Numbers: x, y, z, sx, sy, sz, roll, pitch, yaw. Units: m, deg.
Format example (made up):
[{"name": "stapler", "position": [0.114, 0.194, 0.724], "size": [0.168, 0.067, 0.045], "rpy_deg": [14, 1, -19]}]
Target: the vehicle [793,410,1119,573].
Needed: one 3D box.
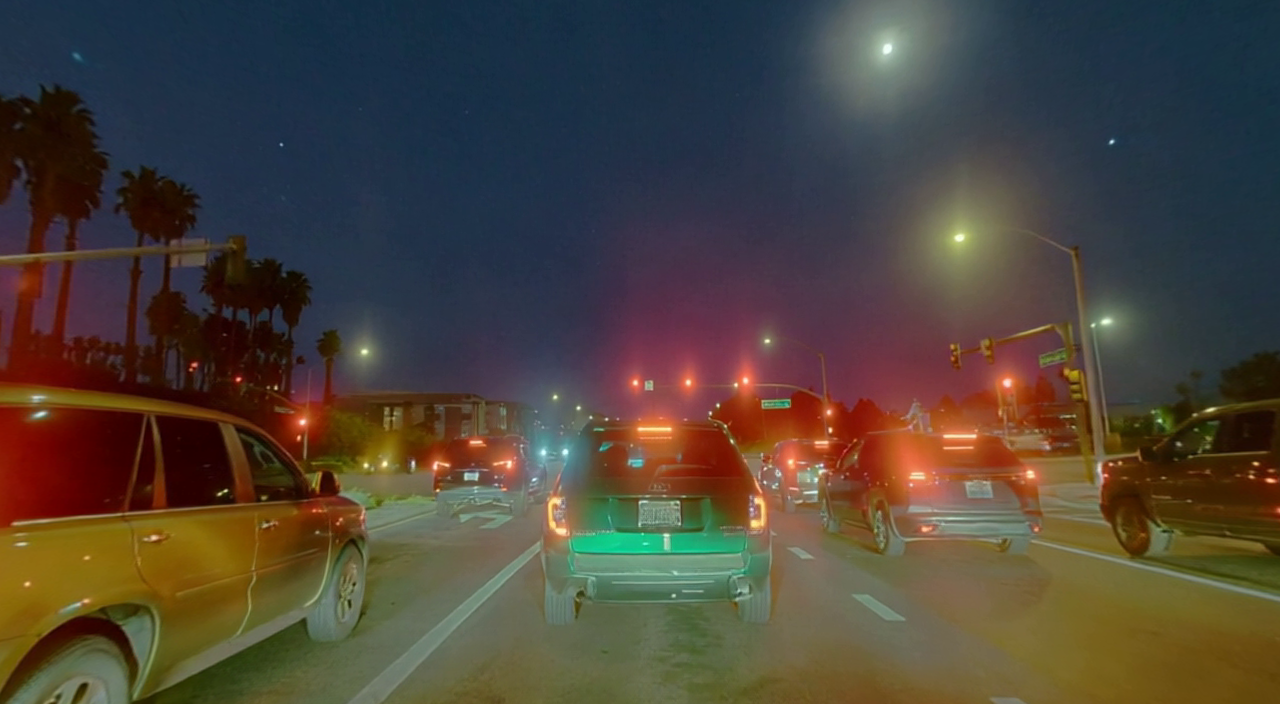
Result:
[{"name": "vehicle", "position": [3.987, 1.864, 9.286], "size": [2.072, 1.704, 5.170], "rpy_deg": [0, -8, -1]}]

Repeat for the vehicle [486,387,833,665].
[{"name": "vehicle", "position": [0.143, 1.373, 6.011], "size": [2.123, 1.704, 4.128], "rpy_deg": [0, -9, 1]}]

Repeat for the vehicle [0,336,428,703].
[{"name": "vehicle", "position": [-3.173, 1.085, 3.885], "size": [2.171, 1.702, 4.416], "rpy_deg": [0, -9, 0]}]

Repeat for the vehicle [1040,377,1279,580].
[{"name": "vehicle", "position": [7.311, 1.318, 6.690], "size": [2.337, 1.925, 5.728], "rpy_deg": [0, -8, 0]}]
